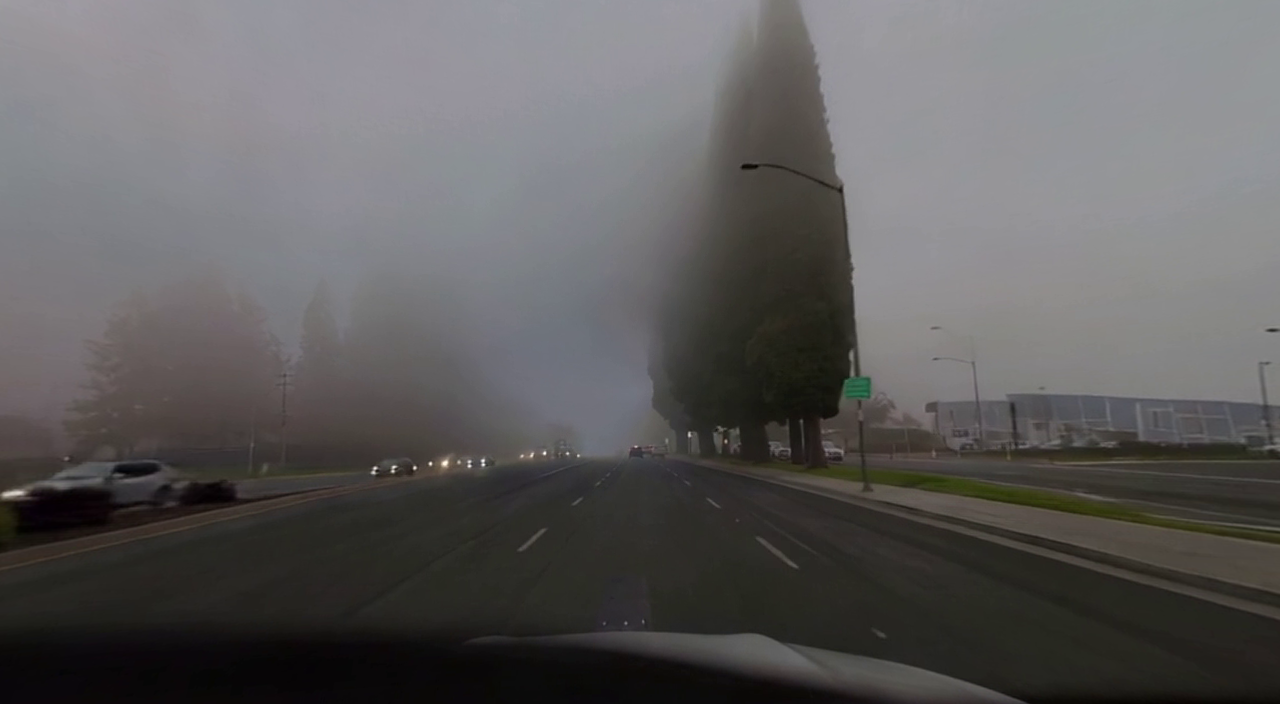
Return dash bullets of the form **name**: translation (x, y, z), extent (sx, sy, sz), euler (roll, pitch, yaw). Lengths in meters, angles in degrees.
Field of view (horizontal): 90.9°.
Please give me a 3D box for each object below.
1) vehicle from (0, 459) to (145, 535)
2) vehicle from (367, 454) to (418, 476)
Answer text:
- **vehicle**: translation (-14.732, 3.443, 15.414), extent (1.879, 1.544, 4.144), euler (0, -8, -1)
- **vehicle**: translation (-18.516, 8.469, 47.433), extent (1.938, 1.493, 4.694), euler (0, -8, 0)
